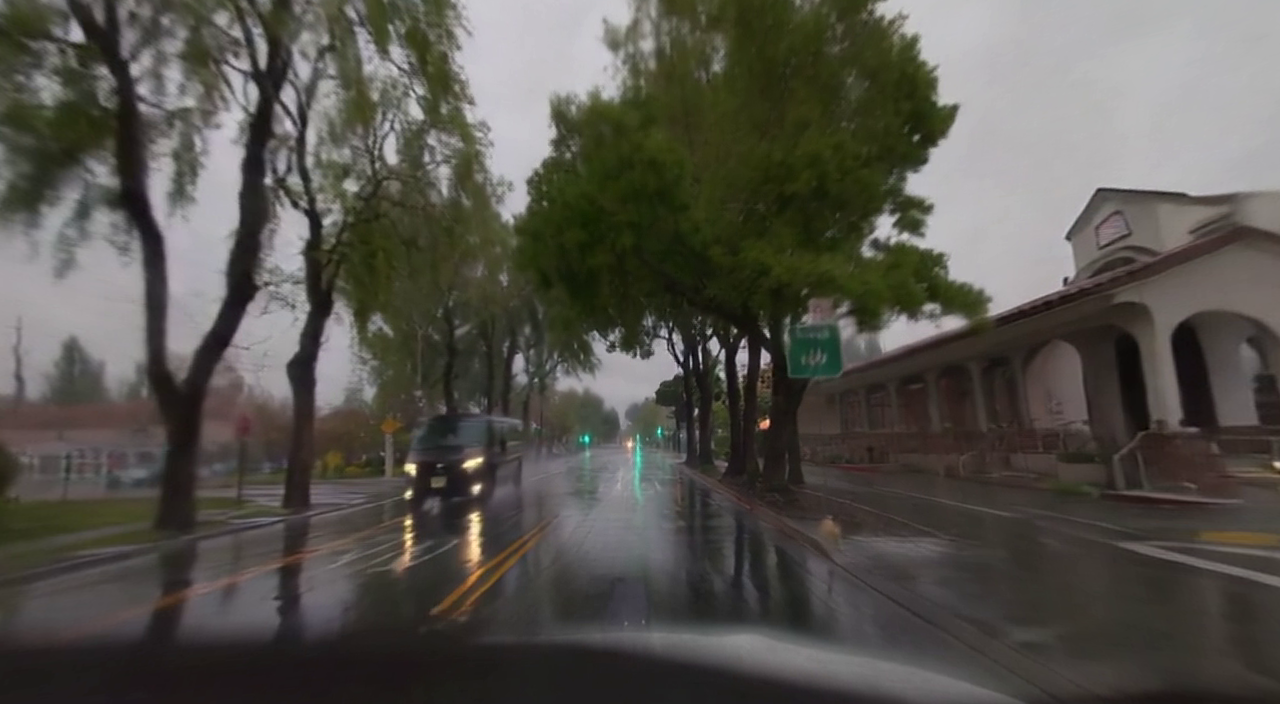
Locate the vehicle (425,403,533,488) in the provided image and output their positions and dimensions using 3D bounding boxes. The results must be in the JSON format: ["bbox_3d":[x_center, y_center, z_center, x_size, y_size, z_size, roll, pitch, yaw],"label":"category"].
[{"bbox_3d":[-5.808,3.504,23.730,2.303,2.760,5.868,0,-8,2],"label":"vehicle"}]
